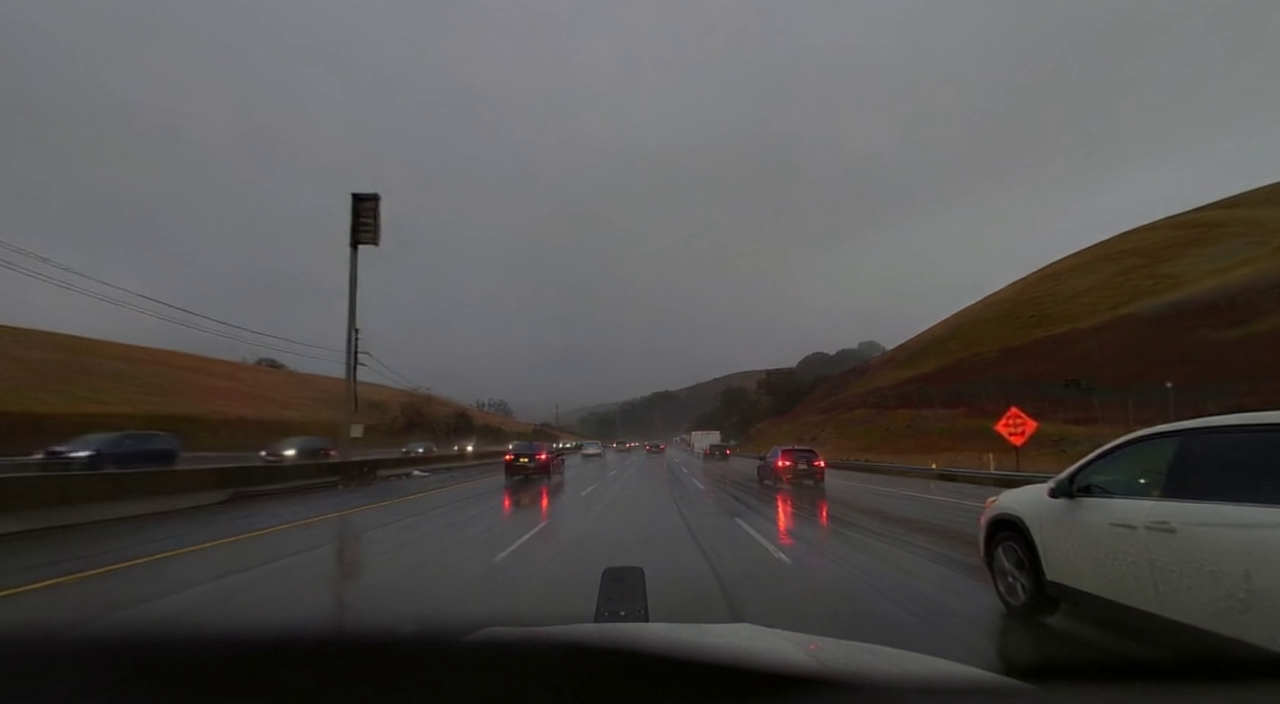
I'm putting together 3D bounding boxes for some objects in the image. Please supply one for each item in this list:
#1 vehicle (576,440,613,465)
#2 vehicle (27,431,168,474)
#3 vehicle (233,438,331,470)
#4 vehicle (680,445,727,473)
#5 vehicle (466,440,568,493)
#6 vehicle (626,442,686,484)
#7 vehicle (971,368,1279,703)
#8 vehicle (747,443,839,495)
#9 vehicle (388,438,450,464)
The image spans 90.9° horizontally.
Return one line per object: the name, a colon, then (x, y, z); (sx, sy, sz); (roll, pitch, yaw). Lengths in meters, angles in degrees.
vehicle: (-3.215, 7.196, 45.334); (2.234, 1.675, 4.527); (-1, -8, 2)
vehicle: (-21.530, 4.003, 25.270); (1.976, 1.559, 3.997); (-1, -8, 2)
vehicle: (-18.038, 5.150, 32.129); (2.126, 1.487, 4.681); (-1, -8, 2)
vehicle: (3.548, 6.076, 36.001); (2.177, 1.453, 4.205); (0, -8, -1)
vehicle: (-3.655, 3.489, 19.614); (2.232, 1.438, 4.163); (-1, -8, 2)
vehicle: (0.604, 4.349, 25.035); (2.138, 1.473, 4.392); (0, -8, 1)
vehicle: (3.849, 0.937, 2.988); (2.018, 1.670, 4.658); (0, -8, 0)
vehicle: (4.840, 3.730, 20.532); (1.867, 1.465, 4.093); (0, -8, -2)
vehicle: (-13.979, 6.299, 40.158); (2.252, 1.507, 4.433); (0, -8, 1)
